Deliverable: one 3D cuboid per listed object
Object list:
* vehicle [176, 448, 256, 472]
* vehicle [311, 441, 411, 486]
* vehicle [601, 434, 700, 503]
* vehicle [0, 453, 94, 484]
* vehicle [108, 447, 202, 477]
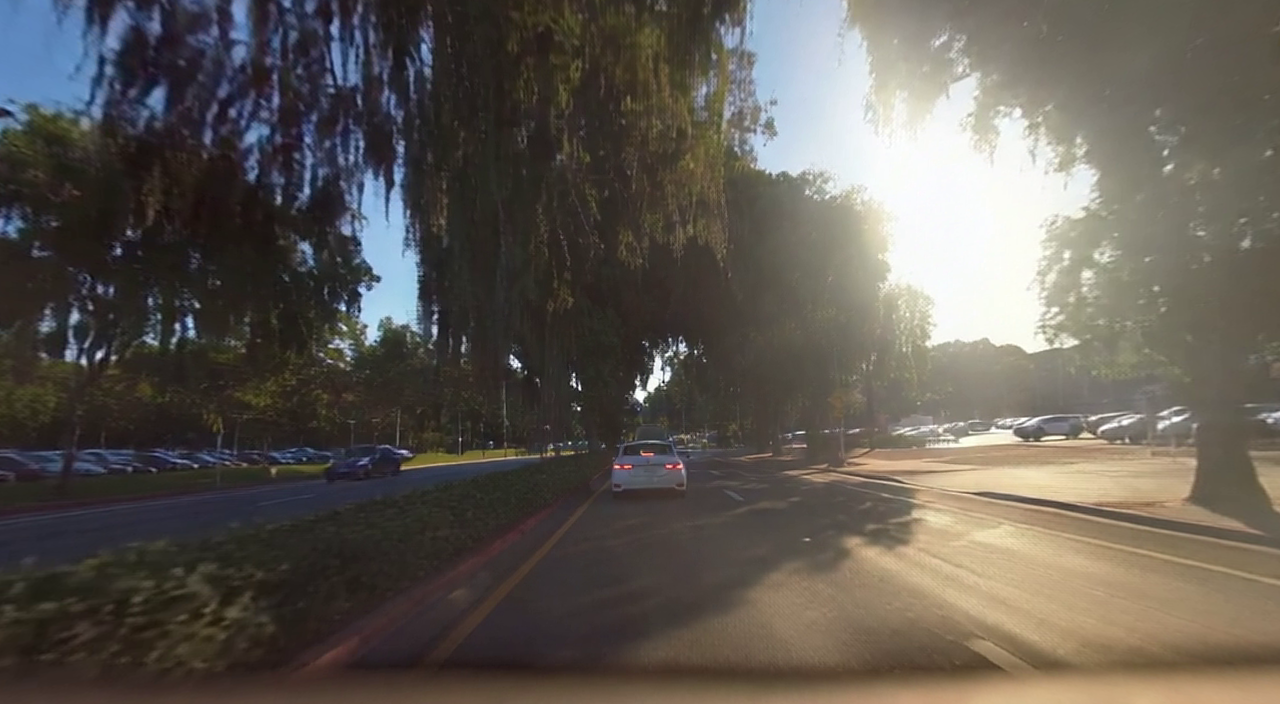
[{"bbox_3d":[-29.987,7.627,44.650,4.342,1.621,1.967,-1,-8,5],"label":"vehicle"},{"bbox_3d":[-11.705,4.682,26.903,2.066,1.753,4.559,0,-8,2],"label":"vehicle"},{"bbox_3d":[0.172,2.753,15.334,2.093,1.442,3.977,0,-8,-1],"label":"vehicle"},{"bbox_3d":[-30.558,5.854,31.749,4.356,1.444,1.819,0,-8,-1],"label":"vehicle"},{"bbox_3d":[-30.235,6.844,39.400,4.266,1.600,1.877,-3,-8,-2],"label":"vehicle"}]
